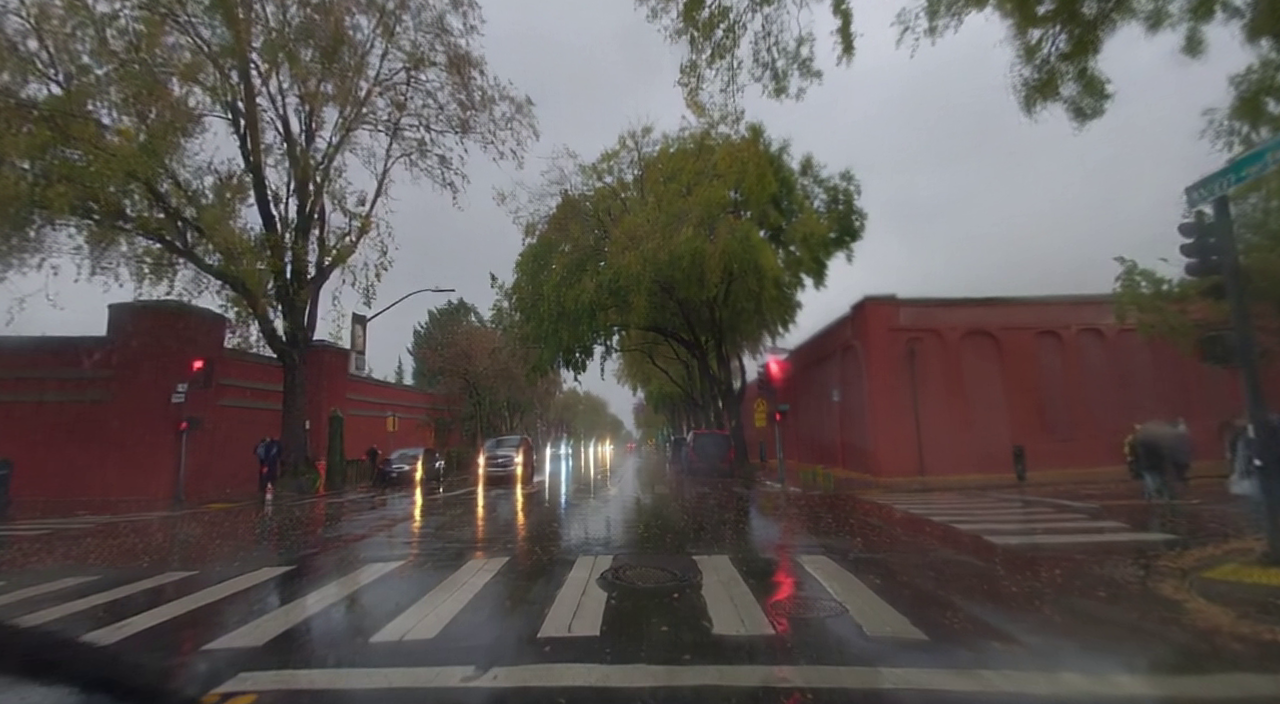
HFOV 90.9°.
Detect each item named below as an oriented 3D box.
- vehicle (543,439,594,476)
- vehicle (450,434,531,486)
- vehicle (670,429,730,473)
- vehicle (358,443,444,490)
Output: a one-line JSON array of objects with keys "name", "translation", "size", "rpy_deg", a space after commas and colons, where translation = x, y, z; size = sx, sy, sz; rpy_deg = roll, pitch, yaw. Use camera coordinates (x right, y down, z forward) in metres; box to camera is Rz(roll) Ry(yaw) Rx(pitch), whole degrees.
[{"name": "vehicle", "translation": [-3.282, 4.910, 29.535], "size": [2.033, 1.596, 4.142], "rpy_deg": [0, -8, -2]}, {"name": "vehicle", "translation": [-5.950, 4.349, 25.737], "size": [2.242, 1.887, 4.924], "rpy_deg": [0, -8, -2]}, {"name": "vehicle", "translation": [3.101, 5.313, 34.064], "size": [2.557, 2.188, 5.164], "rpy_deg": [1, -8, -2]}, {"name": "vehicle", "translation": [-9.910, 4.747, 26.588], "size": [2.216, 1.804, 4.526], "rpy_deg": [1, -8, -5]}]
